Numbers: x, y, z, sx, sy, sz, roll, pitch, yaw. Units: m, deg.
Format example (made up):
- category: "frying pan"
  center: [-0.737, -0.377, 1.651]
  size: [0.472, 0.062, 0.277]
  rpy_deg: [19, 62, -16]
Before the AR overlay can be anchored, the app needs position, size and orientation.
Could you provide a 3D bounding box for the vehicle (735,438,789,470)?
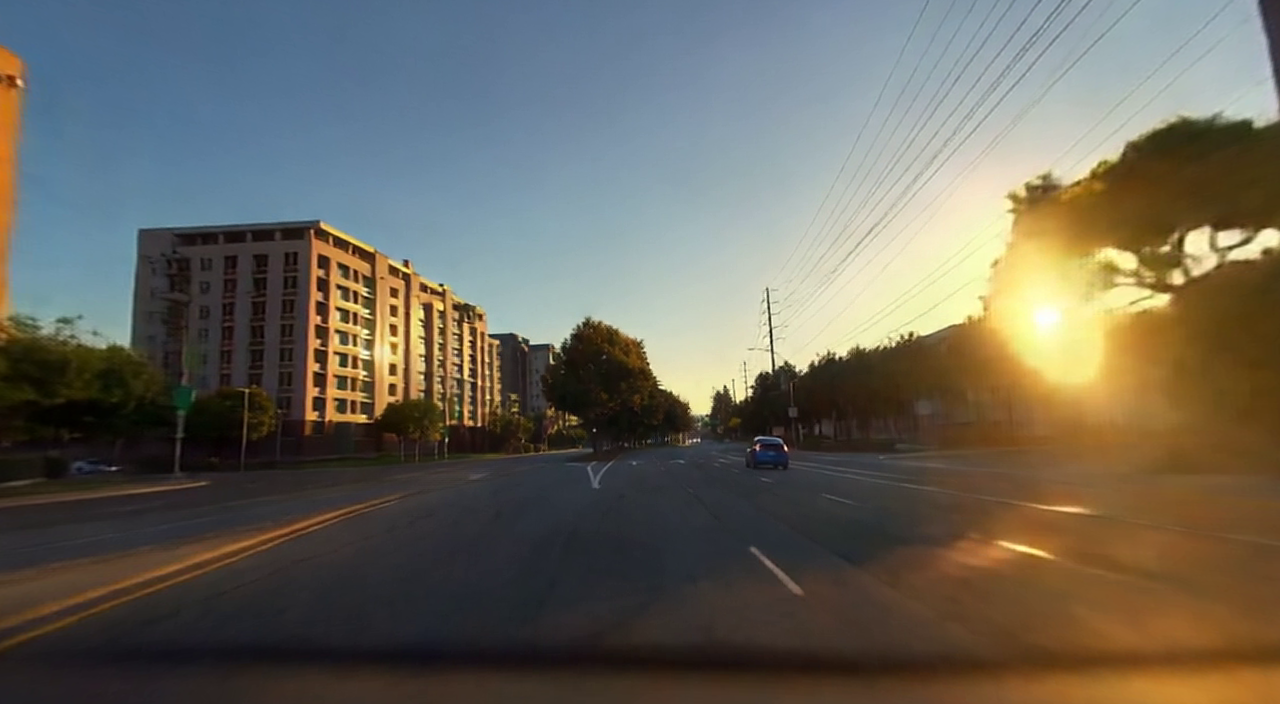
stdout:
- category: "vehicle"
  center: [6.020, 5.060, 31.390]
  size: [1.908, 1.476, 3.880]
  rpy_deg: [0, -9, 0]
